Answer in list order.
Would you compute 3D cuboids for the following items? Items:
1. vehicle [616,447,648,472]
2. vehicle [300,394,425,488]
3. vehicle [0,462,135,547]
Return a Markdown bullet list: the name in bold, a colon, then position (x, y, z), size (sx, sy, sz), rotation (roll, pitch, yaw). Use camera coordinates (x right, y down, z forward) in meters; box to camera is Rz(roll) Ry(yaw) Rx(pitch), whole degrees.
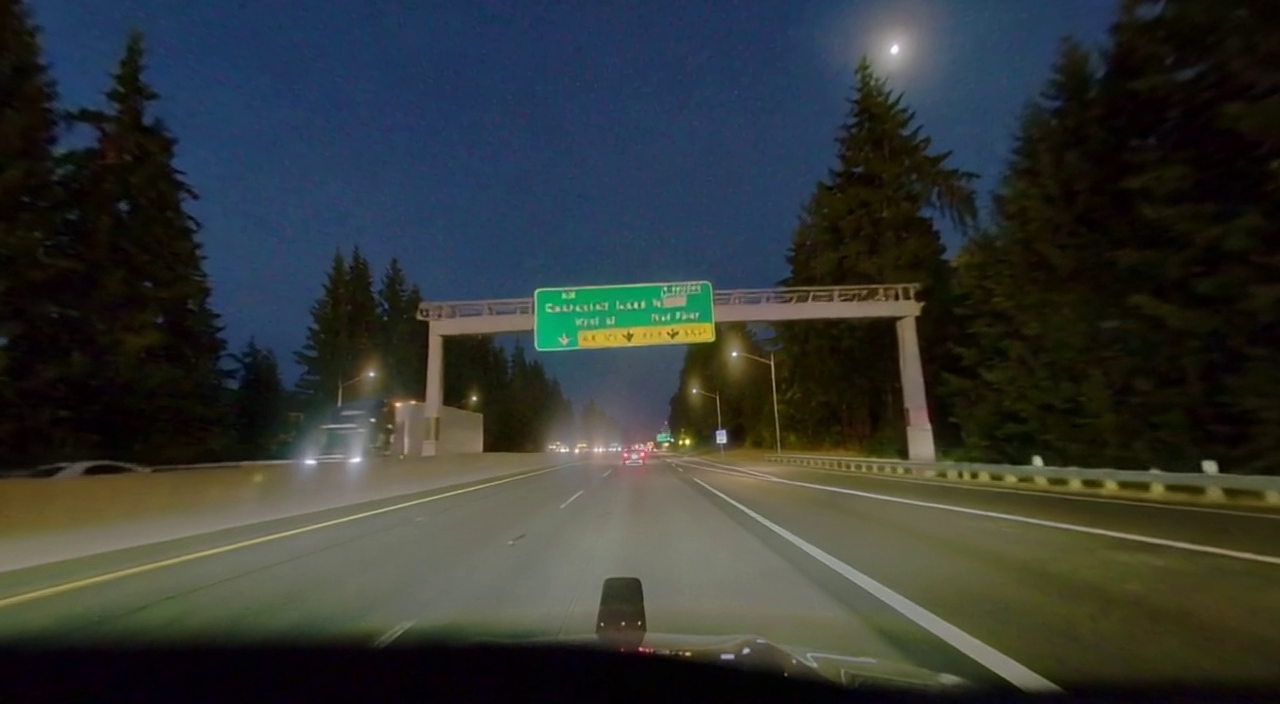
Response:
- **vehicle**: position (-0.455, 6.614, 39.036), size (1.860, 1.473, 3.689), rotation (0, -9, 1)
- **vehicle**: position (-12.592, 4.143, 29.242), size (2.969, 3.863, 5.830), rotation (0, -9, 1)
- **vehicle**: position (-12.432, 2.815, 11.600), size (2.077, 1.435, 5.032), rotation (0, -9, 1)
